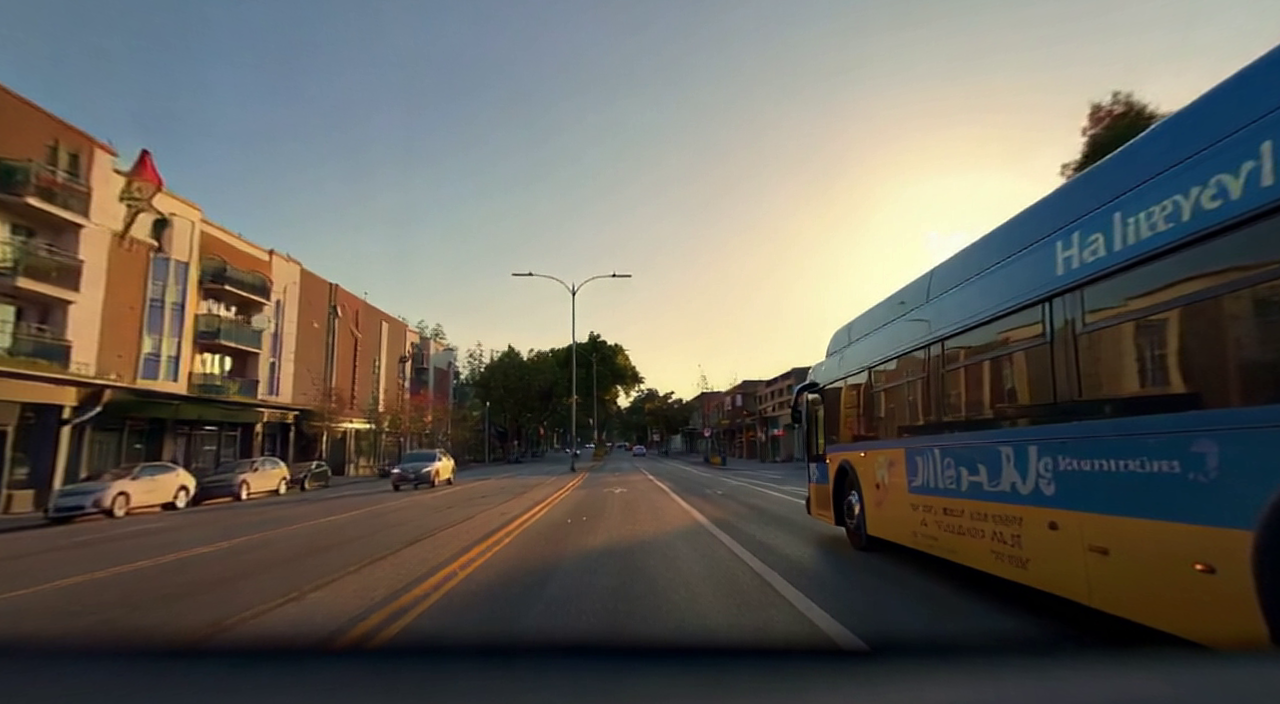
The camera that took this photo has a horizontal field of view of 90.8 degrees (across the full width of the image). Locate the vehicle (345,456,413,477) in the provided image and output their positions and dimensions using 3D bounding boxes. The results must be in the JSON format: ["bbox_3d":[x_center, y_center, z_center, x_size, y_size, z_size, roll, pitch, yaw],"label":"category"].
[{"bbox_3d":[-20.499,8.988,49.686,4.522,1.469,1.840,0,-9,-5],"label":"vehicle"}]

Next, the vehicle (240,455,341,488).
[{"bbox_3d":[-18.703,6.394,33.977,4.246,1.612,1.914,1,-9,-8],"label":"vehicle"}]

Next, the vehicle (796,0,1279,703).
[{"bbox_3d":[4.304,0.300,4.494,3.194,3.345,12.428,0,-9,0],"label":"vehicle"}]

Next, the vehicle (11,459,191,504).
[{"bbox_3d":[-19.771,4.746,23.414,4.592,1.474,1.880,2,-9,-15],"label":"vehicle"}]

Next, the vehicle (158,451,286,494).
[{"bbox_3d":[-18.640,5.372,28.327,4.392,1.800,1.902,-1,-9,3],"label":"vehicle"}]

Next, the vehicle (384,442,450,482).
[{"bbox_3d":[-12.277,6.057,35.124,2.084,2.027,4.557,0,-9,-1],"label":"vehicle"}]
